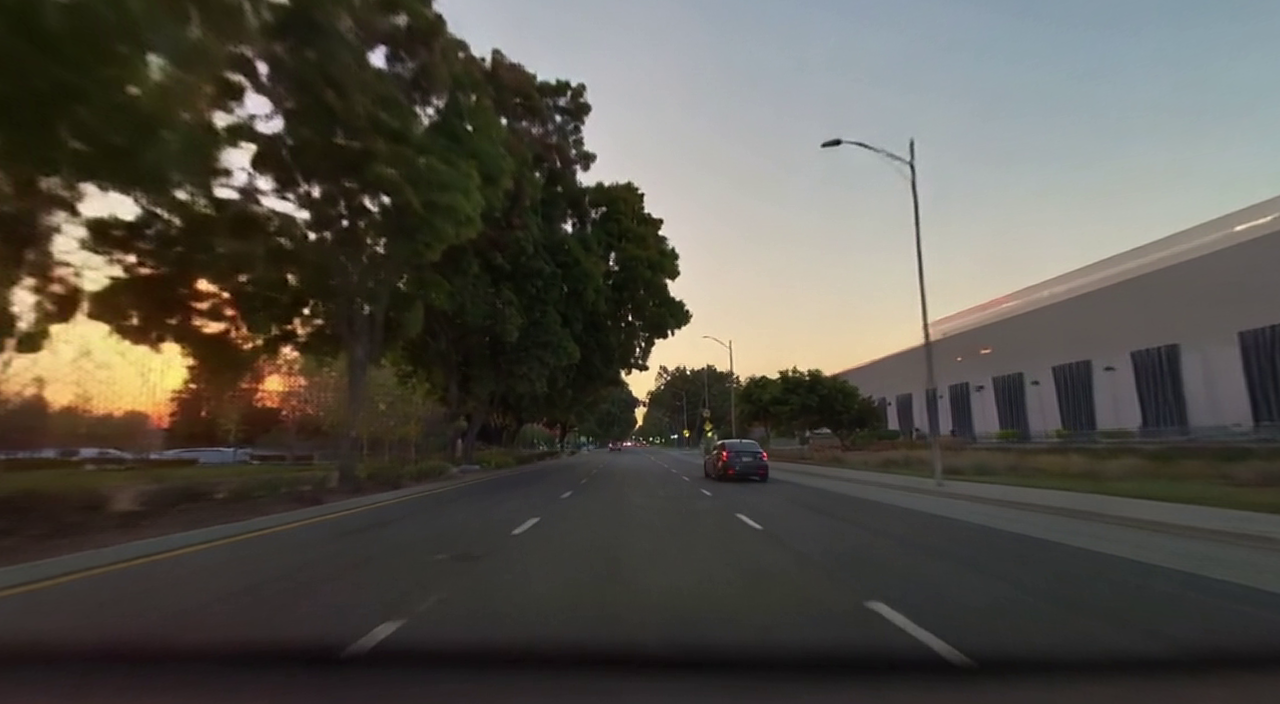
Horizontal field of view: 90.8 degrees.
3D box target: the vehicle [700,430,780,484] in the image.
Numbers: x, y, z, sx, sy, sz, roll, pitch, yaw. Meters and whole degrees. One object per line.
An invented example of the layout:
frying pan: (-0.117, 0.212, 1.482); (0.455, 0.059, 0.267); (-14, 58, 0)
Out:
vehicle: (3.474, 3.729, 22.760); (2.083, 1.743, 4.354); (0, -8, -1)
